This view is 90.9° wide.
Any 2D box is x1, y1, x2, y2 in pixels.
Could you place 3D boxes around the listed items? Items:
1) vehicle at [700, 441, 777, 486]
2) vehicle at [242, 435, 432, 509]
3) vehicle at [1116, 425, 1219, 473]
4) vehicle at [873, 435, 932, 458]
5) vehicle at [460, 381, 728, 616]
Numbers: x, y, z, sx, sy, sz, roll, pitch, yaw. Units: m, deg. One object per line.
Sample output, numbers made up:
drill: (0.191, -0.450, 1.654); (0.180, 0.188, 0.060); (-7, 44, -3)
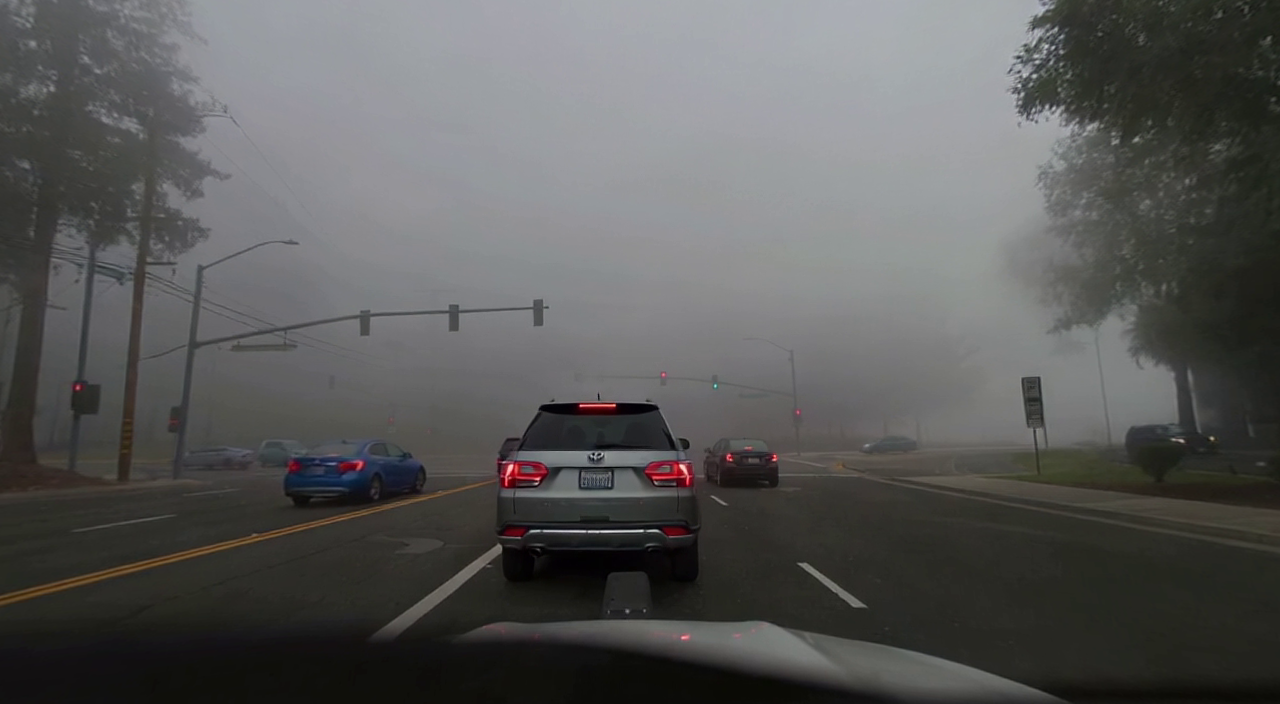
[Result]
vehicle: (3.360, 3.899, 22.385); (2.104, 1.441, 4.240); (0, -8, 1)
vehicle: (-6.954, 2.791, 15.266); (2.060, 1.473, 4.950); (0, -8, 1)
vehicle: (19.234, 3.516, 22.931); (4.215, 1.578, 1.892); (7, -11, -37)
vehicle: (19.985, 7.208, 47.917); (4.361, 1.653, 2.034); (6, -10, -35)
vehicle: (-0.348, 1.446, 7.102); (2.064, 1.817, 4.298); (0, -8, 0)
